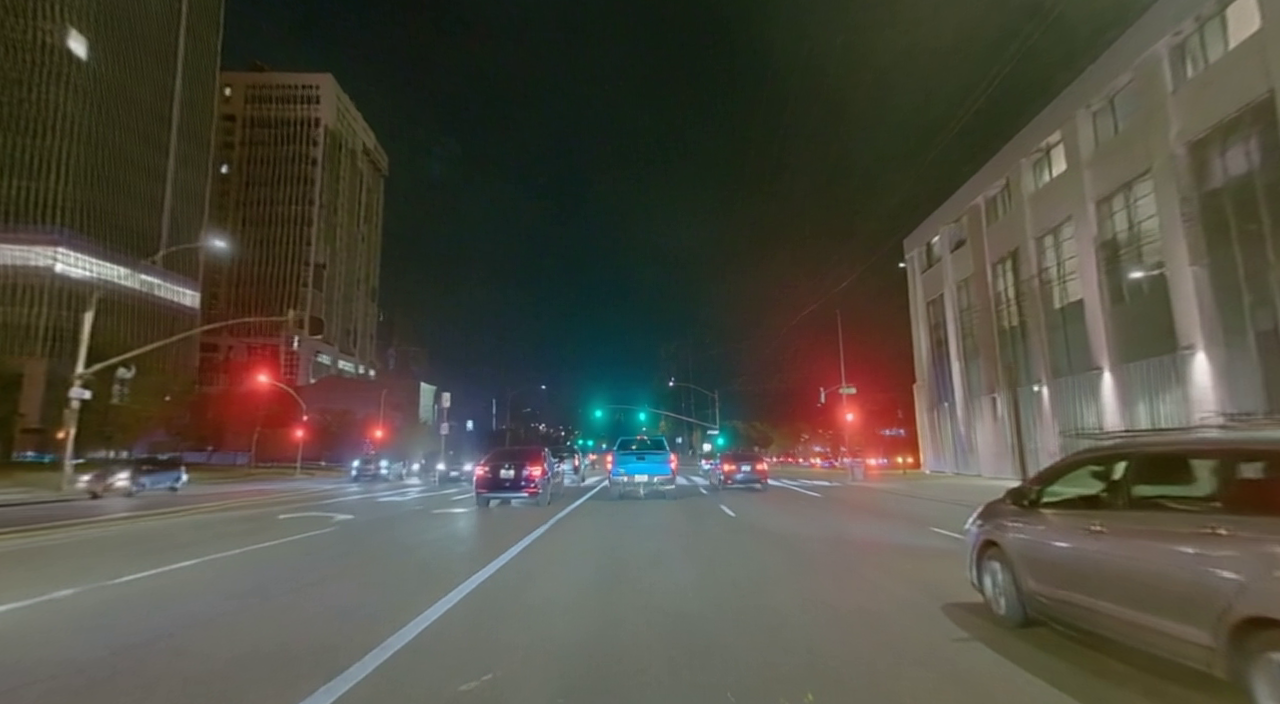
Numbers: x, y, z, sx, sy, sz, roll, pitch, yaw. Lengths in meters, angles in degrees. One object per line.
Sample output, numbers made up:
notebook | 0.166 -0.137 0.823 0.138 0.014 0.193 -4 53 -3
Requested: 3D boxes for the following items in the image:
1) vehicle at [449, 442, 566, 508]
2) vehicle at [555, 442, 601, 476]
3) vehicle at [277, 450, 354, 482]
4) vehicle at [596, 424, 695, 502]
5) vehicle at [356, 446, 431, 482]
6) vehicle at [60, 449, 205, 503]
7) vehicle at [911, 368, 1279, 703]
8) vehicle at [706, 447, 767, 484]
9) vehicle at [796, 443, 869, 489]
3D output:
vehicle | -3.252 3.126 16.517 1.986 1.465 4.509 -1 -9 2
vehicle | -3.273 5.748 33.998 2.018 1.700 4.142 0 -9 0
vehicle | -18.482 6.475 36.117 2.025 1.625 4.527 0 -9 -1
vehicle | 0.120 3.200 18.562 2.493 1.934 4.957 0 -9 0
vehicle | -12.284 5.578 31.720 2.054 1.662 4.384 0 -9 -1
vehicle | -17.552 4.254 22.125 1.985 1.642 4.081 1 -9 -7
vehicle | 3.419 1.051 3.535 1.955 1.628 4.152 0 -9 1
vehicle | 4.154 4.925 27.756 1.968 1.472 4.456 0 -9 0
vehicle | 8.831 5.218 29.267 2.126 1.820 4.521 2 -8 2
